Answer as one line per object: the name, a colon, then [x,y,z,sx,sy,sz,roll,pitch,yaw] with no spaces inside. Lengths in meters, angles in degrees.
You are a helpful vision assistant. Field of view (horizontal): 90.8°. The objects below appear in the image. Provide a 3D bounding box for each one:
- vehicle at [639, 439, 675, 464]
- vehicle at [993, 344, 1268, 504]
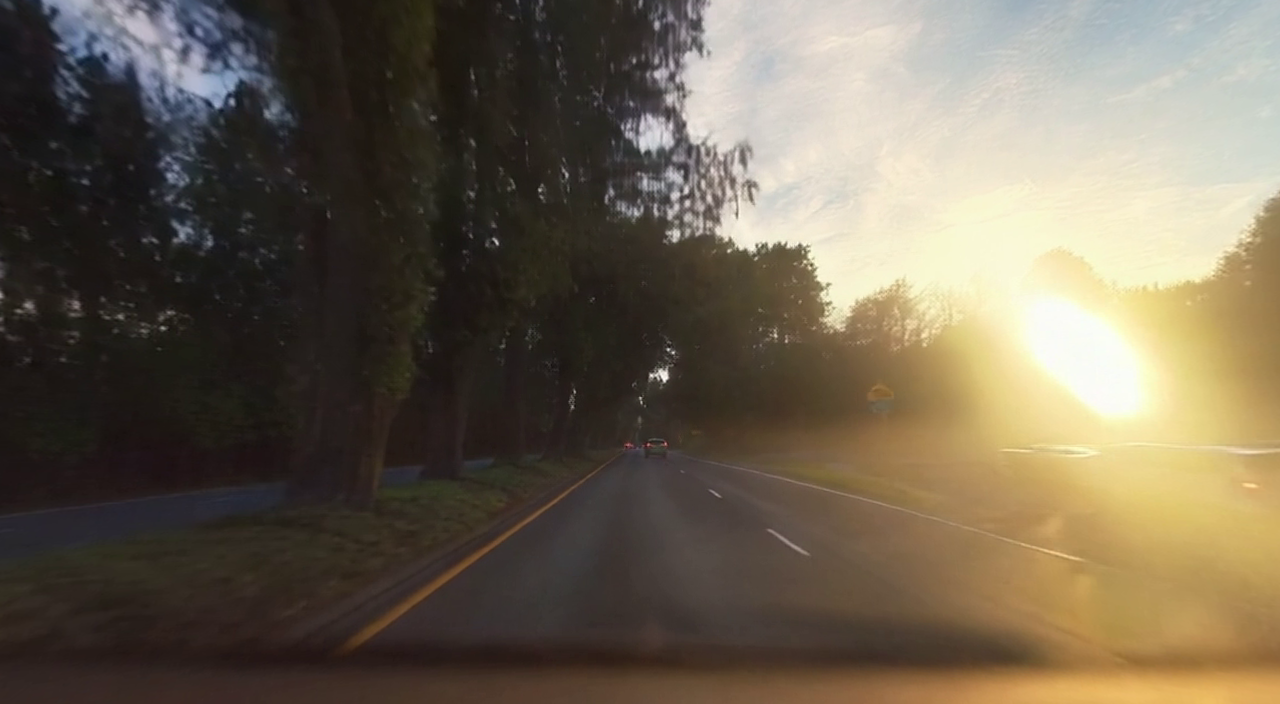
vehicle: [1.208,7.392,47.022,2.183,1.744,4.424,1,-9,-4]
vehicle: [10.986,1.762,14.907,3.250,3.147,4.411,-1,-9,11]
